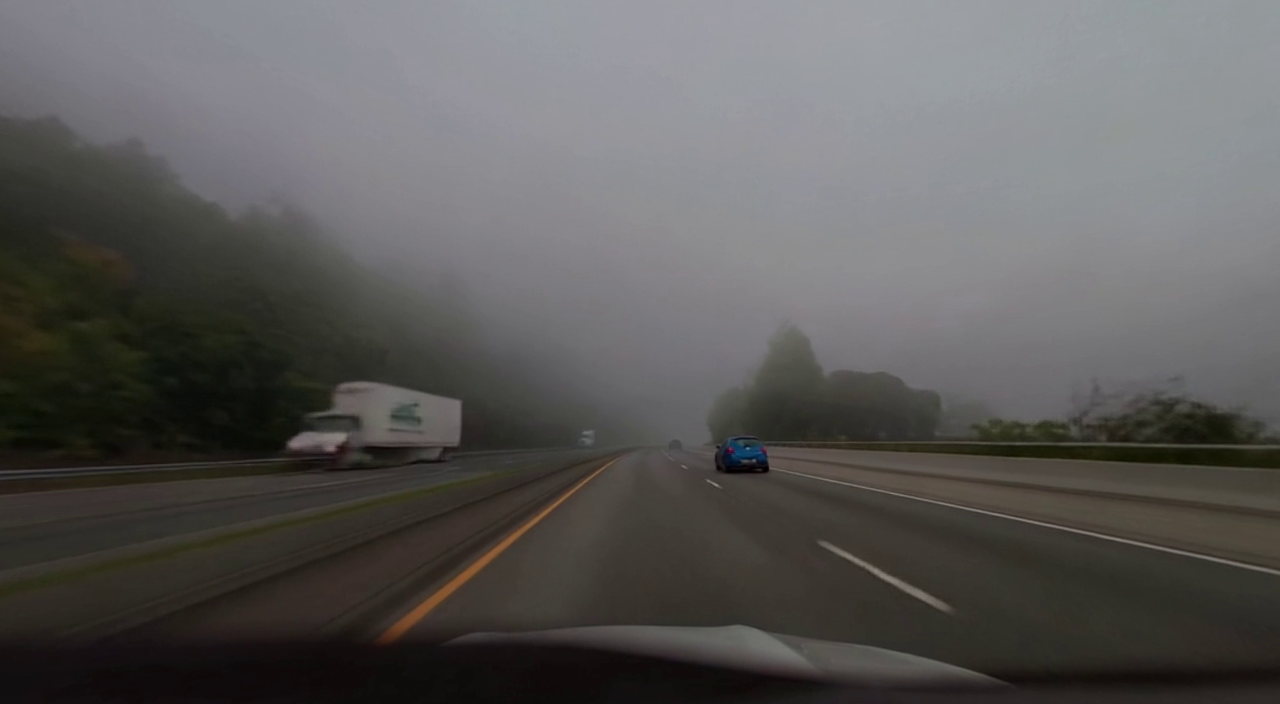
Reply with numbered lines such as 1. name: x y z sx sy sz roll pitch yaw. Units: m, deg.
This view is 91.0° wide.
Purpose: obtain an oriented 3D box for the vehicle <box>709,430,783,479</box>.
1. vehicle: 3.919 3.867 24.063 2.022 1.663 4.245 0 -8 -1

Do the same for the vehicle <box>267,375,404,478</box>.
1. vehicle: -12.937 3.303 27.409 3.022 3.959 5.729 0 -8 0
